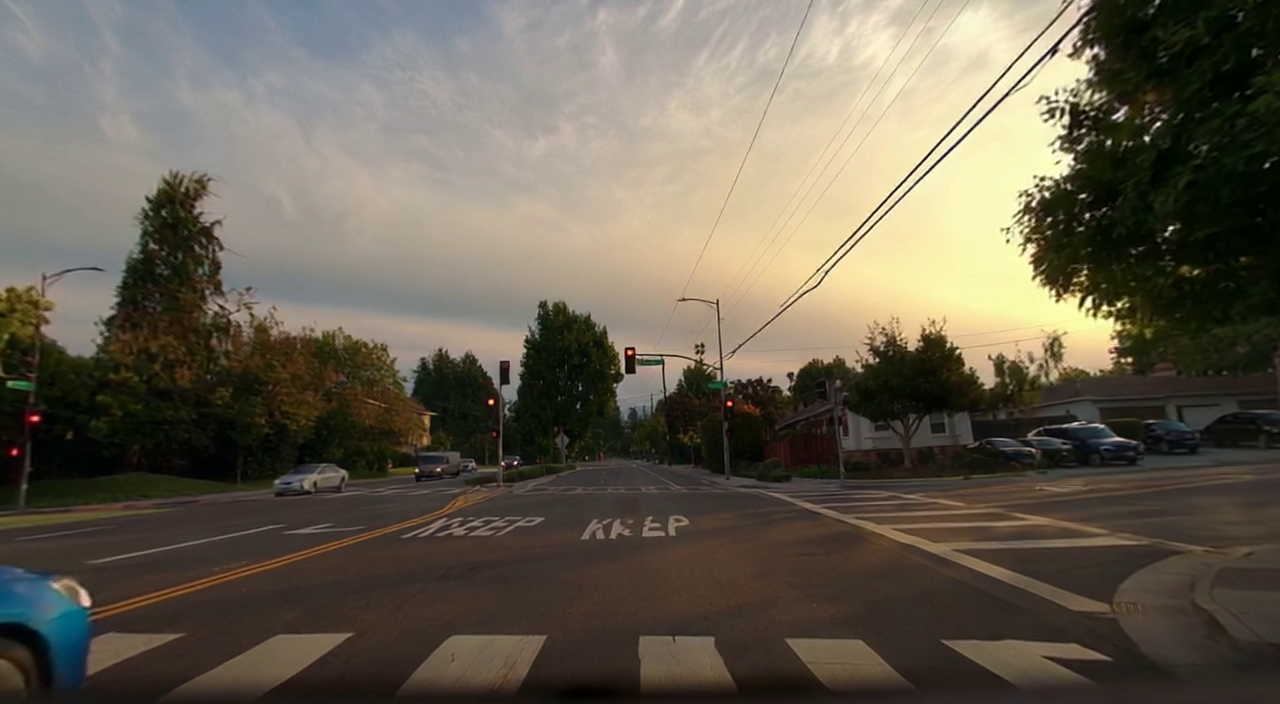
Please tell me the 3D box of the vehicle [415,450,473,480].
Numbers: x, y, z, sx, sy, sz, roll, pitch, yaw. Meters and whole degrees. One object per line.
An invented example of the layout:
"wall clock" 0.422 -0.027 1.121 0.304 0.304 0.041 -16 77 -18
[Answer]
"vehicle" -13.557 7.814 44.174 2.301 1.921 5.793 0 -9 -1

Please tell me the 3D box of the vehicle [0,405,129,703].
"vehicle" -3.669 0.733 0.969 1.980 1.508 4.502 0 -9 0

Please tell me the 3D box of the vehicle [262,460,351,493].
"vehicle" -17.283 6.467 33.047 2.108 1.480 4.707 0 -9 -1
